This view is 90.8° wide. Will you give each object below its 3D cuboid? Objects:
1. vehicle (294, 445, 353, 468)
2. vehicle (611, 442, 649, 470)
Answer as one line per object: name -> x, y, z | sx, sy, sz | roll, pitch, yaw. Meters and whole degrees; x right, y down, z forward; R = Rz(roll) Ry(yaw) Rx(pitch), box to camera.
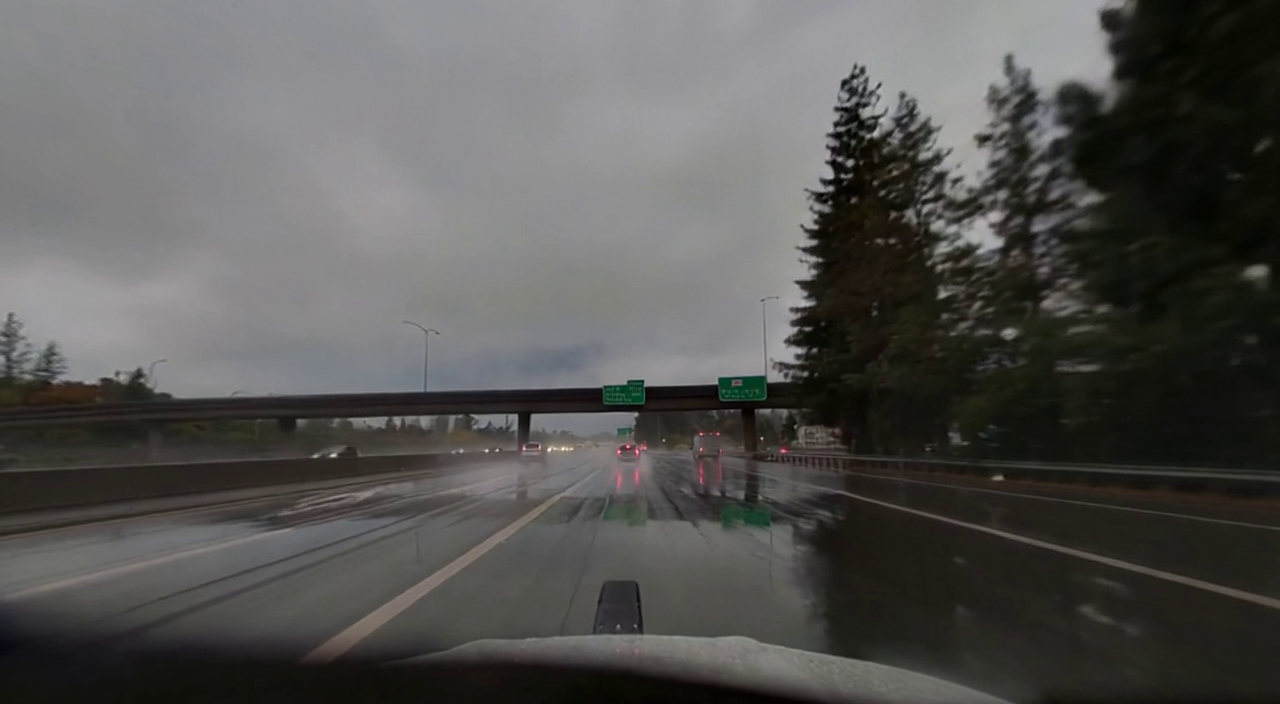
vehicle -> -24.802, 8.166, 49.745 | 1.978, 1.665, 5.327 | -1, -8, -2
vehicle -> -0.608, 5.872, 35.794 | 2.012, 1.471, 4.059 | 0, -8, -2
